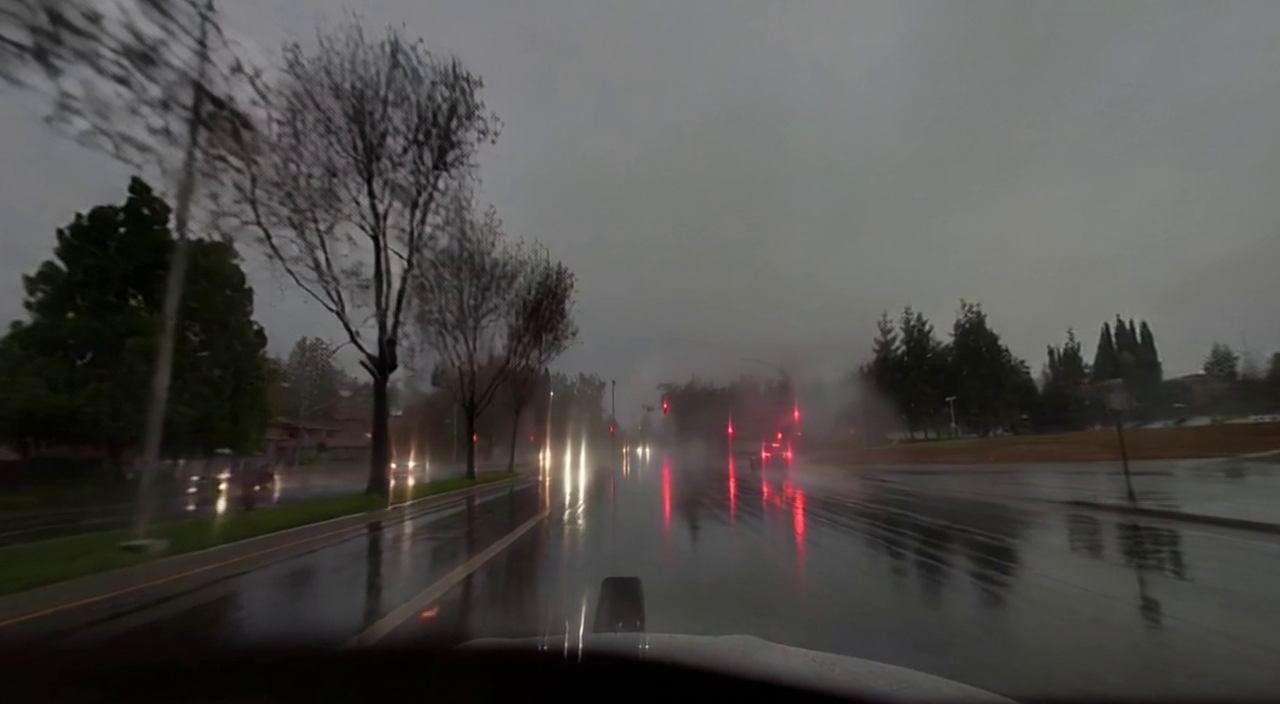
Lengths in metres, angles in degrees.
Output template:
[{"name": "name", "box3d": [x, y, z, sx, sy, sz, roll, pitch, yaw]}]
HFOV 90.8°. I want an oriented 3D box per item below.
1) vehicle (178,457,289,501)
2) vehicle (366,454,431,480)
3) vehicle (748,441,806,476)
[{"name": "vehicle", "box3d": [-17.718, 5.528, 27.818, 1.883, 1.583, 4.342, -3, -9, 2]}, {"name": "vehicle", "box3d": [-16.622, 7.878, 43.708, 1.895, 1.644, 4.160, -3, -9, 19]}, {"name": "vehicle", "box3d": [7.079, 5.535, 33.054, 2.011, 1.710, 4.357, 0, -9, -1]}]
